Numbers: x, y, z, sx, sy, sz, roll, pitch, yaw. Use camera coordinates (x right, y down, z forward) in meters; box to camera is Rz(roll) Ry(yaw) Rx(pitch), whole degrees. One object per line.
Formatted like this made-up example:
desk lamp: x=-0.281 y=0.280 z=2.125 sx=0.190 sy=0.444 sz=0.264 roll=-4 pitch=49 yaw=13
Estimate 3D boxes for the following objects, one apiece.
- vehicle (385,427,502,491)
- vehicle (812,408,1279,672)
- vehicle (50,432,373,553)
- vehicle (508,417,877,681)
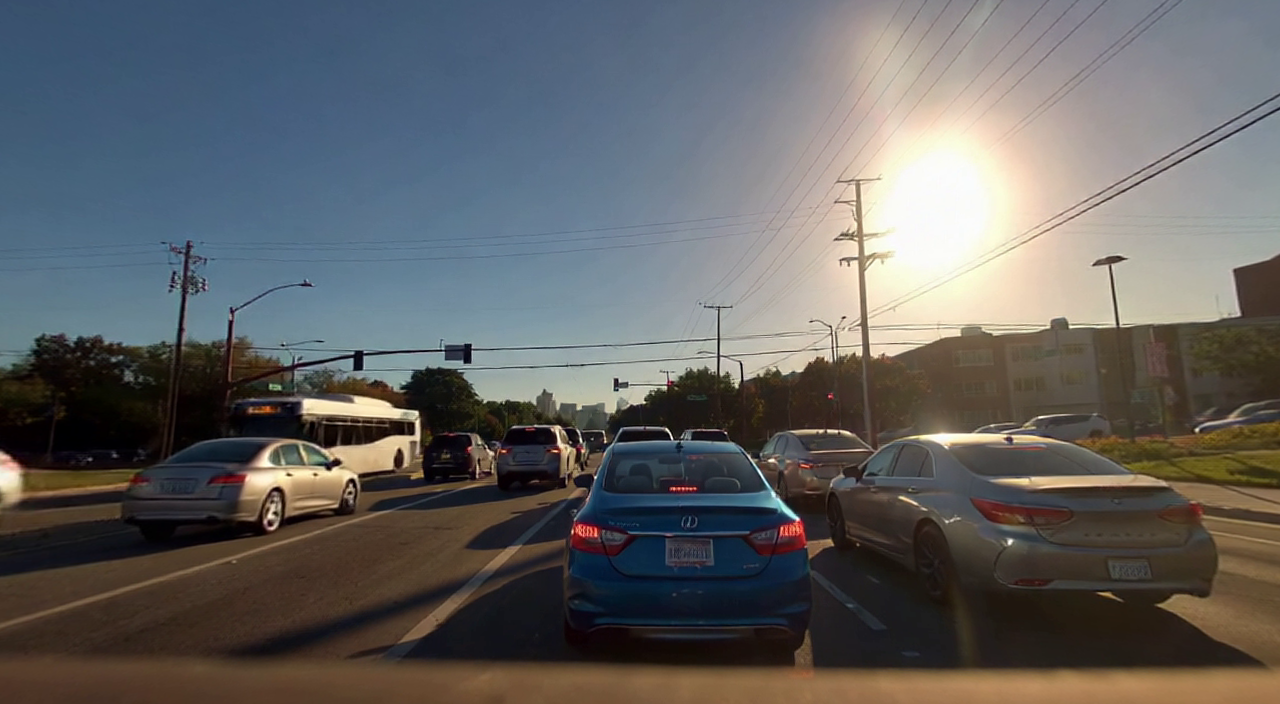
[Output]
vehicle: x=-6.262 y=3.489 z=20.899 sx=2.070 sy=1.824 sz=5.196 roll=-1 pitch=-8 yaw=2
vehicle: x=3.130 y=1.401 z=5.825 sx=1.870 sy=1.523 sz=4.096 roll=0 pitch=-8 yaw=-1
vehicle: x=-6.404 y=2.114 z=10.321 sx=1.955 sy=1.497 sz=4.639 roll=-1 pitch=-8 yaw=1
vehicle: x=0.280 y=1.418 z=5.669 sx=2.109 sy=1.483 sz=3.964 roll=0 pitch=-8 yaw=-1
